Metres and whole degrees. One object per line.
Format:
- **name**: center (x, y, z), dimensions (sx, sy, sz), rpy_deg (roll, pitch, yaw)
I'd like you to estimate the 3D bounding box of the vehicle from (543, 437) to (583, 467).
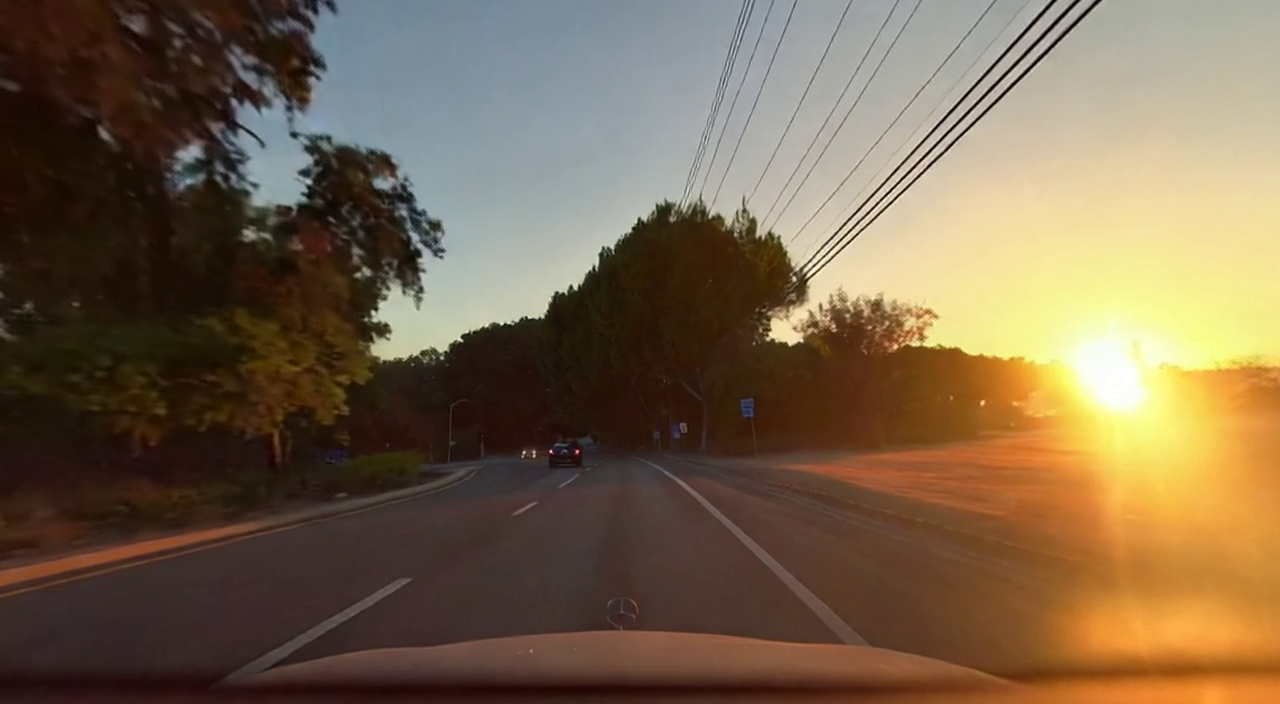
- **vehicle**: center (-5.143, 6.800, 43.125), dimensions (2.246, 1.885, 5.275), rpy_deg (0, -8, -2)
